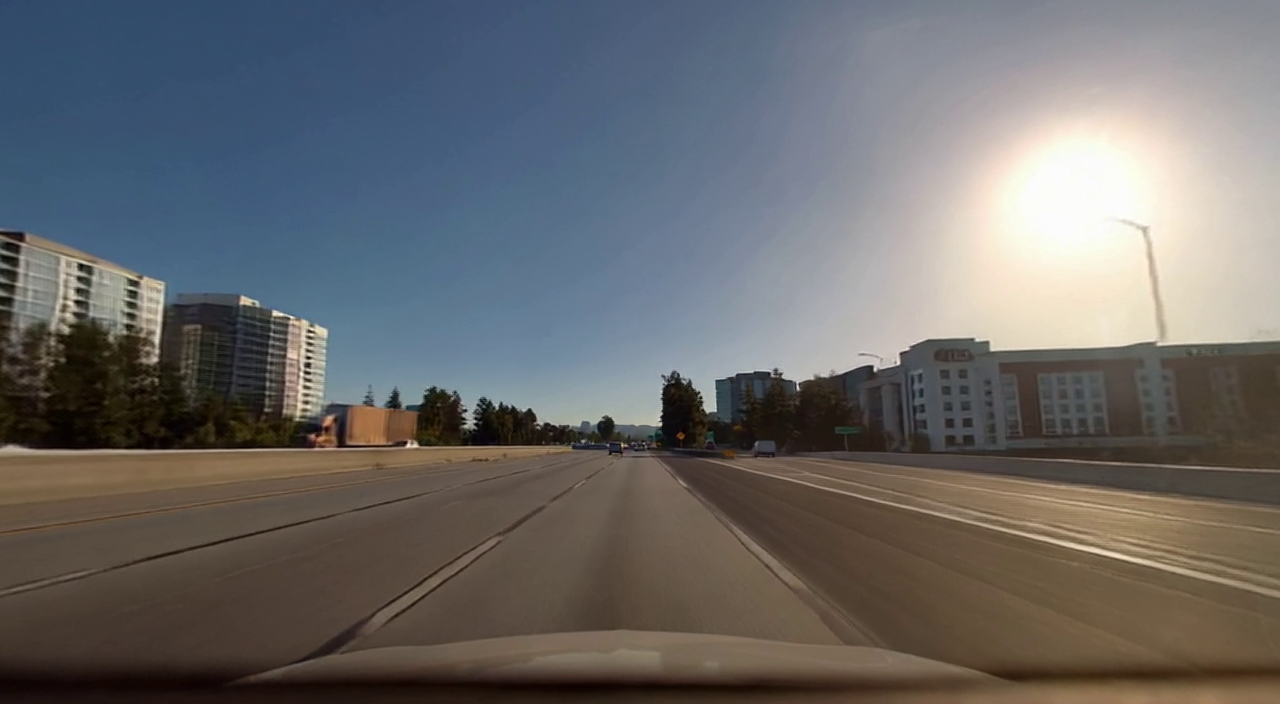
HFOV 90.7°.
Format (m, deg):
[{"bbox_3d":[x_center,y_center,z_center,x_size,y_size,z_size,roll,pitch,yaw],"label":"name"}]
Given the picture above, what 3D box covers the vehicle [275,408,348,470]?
[{"bbox_3d":[-19.710,5.262,38.159,2.714,3.543,2.793,0,-9,0],"label":"vehicle"}]
